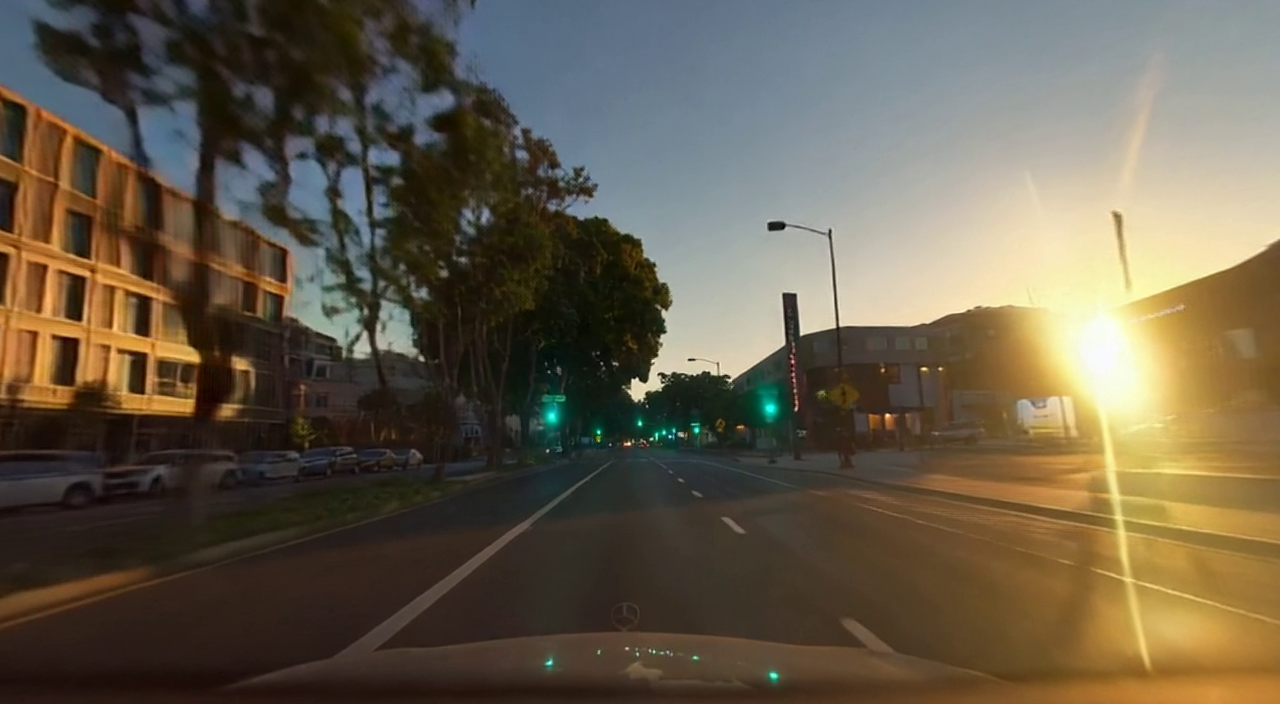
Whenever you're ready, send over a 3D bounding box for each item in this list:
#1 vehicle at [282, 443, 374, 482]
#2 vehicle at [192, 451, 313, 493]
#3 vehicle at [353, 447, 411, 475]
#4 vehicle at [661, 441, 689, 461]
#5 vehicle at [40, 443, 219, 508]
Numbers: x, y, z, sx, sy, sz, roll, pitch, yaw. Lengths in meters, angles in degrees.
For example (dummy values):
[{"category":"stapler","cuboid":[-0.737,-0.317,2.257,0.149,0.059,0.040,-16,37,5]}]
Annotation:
[{"category":"vehicle","cuboid":[-15.554,5.511,31.840,1.978,1.760,5.097,0,-8,0]},{"category":"vehicle","cuboid":[-15.385,4.740,25.486,1.776,1.468,5.089,0,-8,-1]},{"category":"vehicle","cuboid":[-15.751,6.615,38.719,1.831,1.599,4.080,0,-8,0]},{"category":"vehicle","cuboid":[2.725,7.772,49.664,1.945,1.490,3.817,0,-8,-1]},{"category":"vehicle","cuboid":[-15.818,3.789,20.002,1.880,1.791,4.666,0,-8,-2]}]
